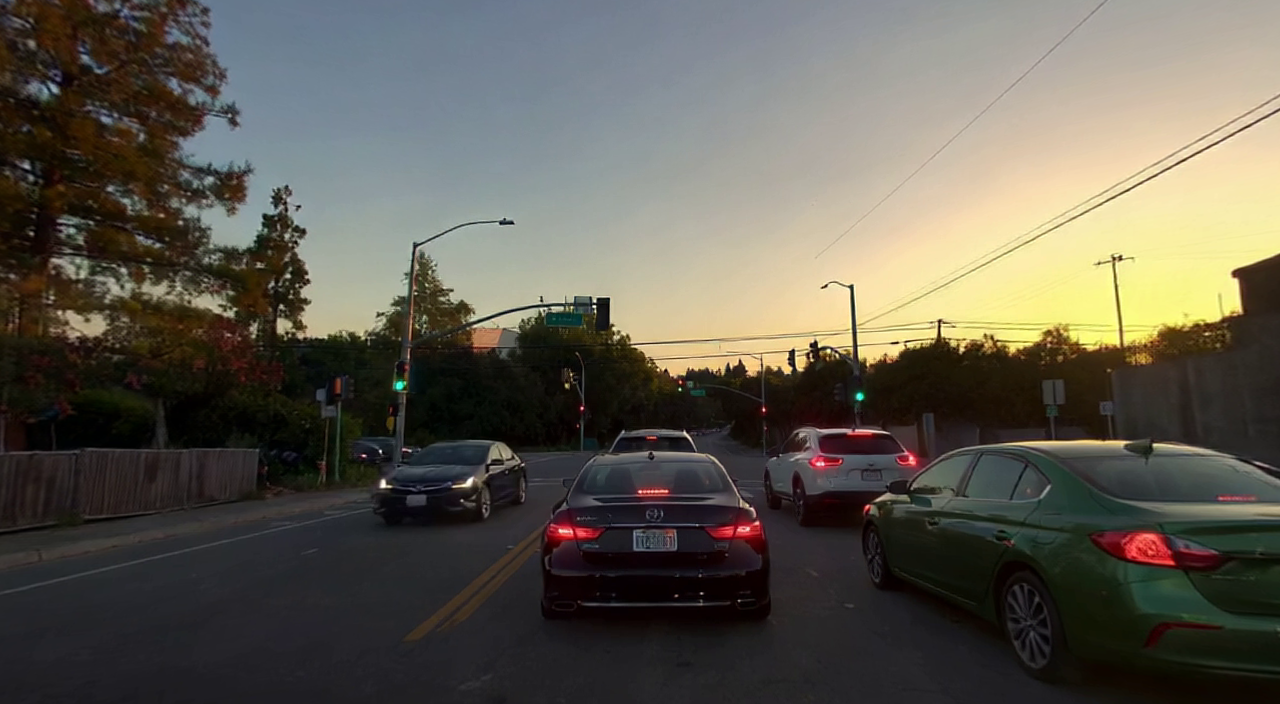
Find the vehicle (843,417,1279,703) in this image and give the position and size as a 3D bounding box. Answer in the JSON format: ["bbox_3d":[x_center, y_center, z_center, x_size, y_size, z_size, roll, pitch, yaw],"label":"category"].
[{"bbox_3d":[3.091,1.240,4.134,2.027,1.432,4.431,0,-8,0],"label":"vehicle"}]

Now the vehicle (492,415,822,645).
[{"bbox_3d":[0.075,1.498,6.413,2.170,1.497,4.369,0,-8,-1],"label":"vehicle"}]

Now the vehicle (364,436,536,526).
[{"bbox_3d":[-3.529,2.474,12.739,1.959,1.456,4.488,0,-8,2],"label":"vehicle"}]
